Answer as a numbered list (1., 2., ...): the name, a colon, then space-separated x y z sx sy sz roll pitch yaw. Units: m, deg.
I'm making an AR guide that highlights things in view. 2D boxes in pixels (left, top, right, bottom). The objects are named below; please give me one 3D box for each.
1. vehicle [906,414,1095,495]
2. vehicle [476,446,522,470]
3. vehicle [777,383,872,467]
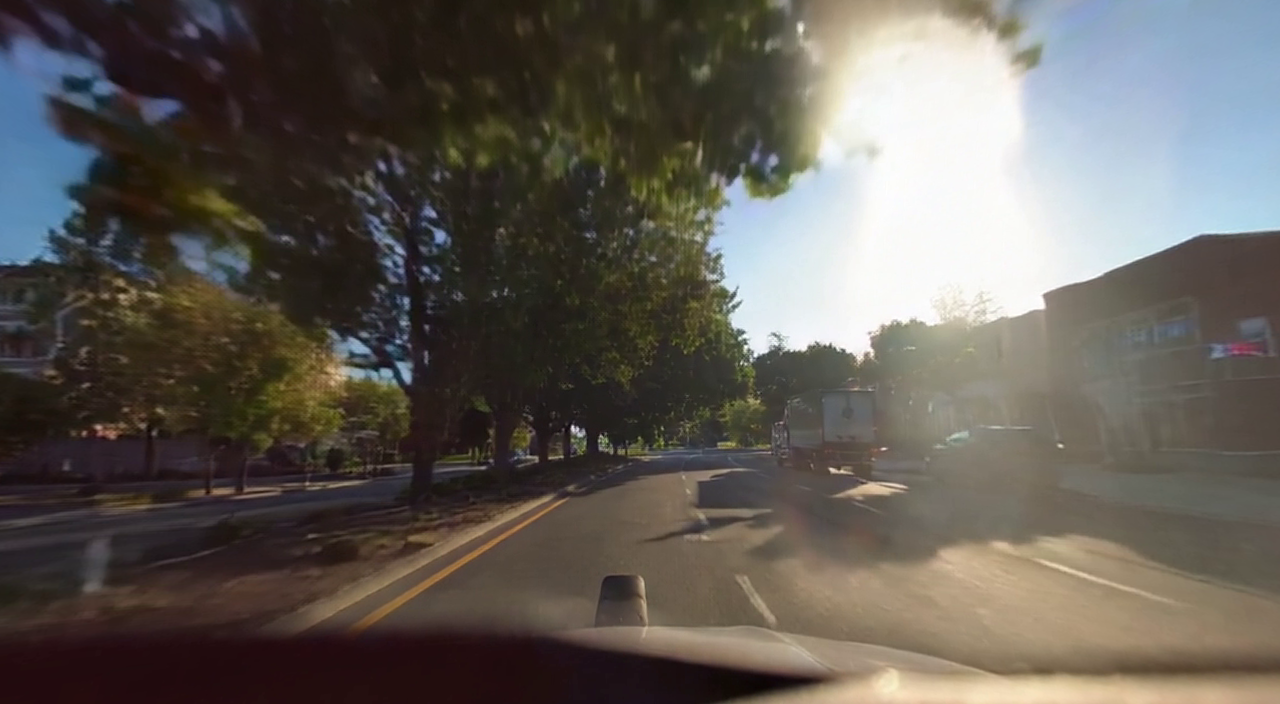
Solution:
1. vehicle: 10.068 2.950 18.460 2.200 1.944 5.935 -1 -8 2
2. vehicle: -9.506 7.185 42.958 1.907 1.505 4.354 -1 -8 4
3. vehicle: 11.804 5.155 42.797 2.907 4.439 17.681 -1 -8 6
